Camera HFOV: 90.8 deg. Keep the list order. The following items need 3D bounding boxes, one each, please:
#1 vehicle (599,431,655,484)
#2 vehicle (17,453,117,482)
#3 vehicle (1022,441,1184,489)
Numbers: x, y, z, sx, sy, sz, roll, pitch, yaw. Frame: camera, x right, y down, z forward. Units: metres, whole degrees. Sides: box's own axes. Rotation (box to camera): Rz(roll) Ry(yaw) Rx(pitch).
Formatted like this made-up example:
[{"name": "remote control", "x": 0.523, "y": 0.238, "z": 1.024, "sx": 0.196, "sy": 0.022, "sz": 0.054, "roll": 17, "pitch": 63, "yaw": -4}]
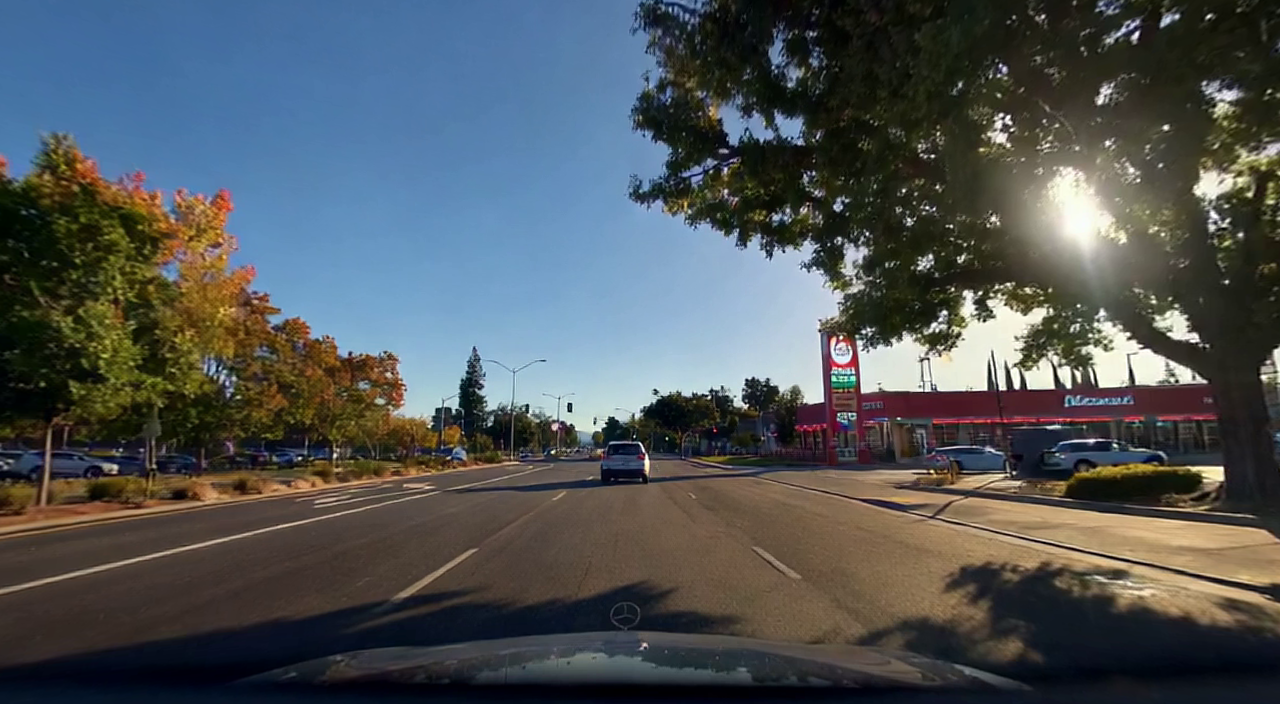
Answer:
[{"name": "vehicle", "x": -0.531, "y": 4.281, "z": 25.812, "sx": 2.096, "sy": 1.961, "sz": 4.259, "roll": 0, "pitch": -9, "yaw": -1}, {"name": "vehicle", "x": -33.741, "y": 6.789, "z": 37.238, "sx": 4.154, "sy": 1.578, "sz": 1.771, "roll": 0, "pitch": -9, "yaw": 1}, {"name": "vehicle", "x": 16.454, "y": 4.026, "z": 22.623, "sx": 4.290, "sy": 1.617, "sz": 1.751, "roll": 0, "pitch": -9, "yaw": 2}]
